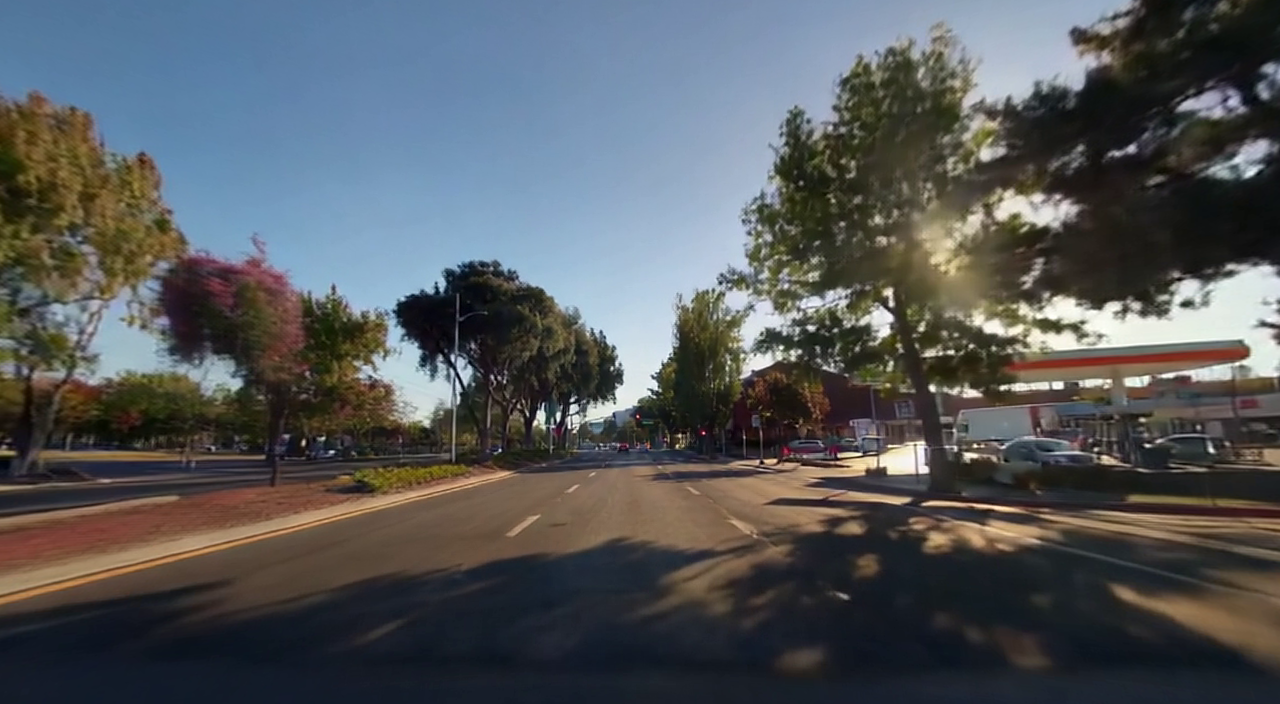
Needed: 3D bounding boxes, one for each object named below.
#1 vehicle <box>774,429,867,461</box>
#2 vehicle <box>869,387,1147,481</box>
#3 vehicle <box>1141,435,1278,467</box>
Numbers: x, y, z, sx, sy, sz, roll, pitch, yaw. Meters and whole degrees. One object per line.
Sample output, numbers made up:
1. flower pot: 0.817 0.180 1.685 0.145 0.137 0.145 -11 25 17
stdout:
1. vehicle: 13.118 6.812 46.313 6.063 2.313 2.534 0 -8 1
2. vehicle: 14.230 3.262 25.014 9.127 3.409 2.992 1 -8 -2
3. vehicle: 27.470 4.778 30.585 4.610 1.467 2.005 0 -8 1
